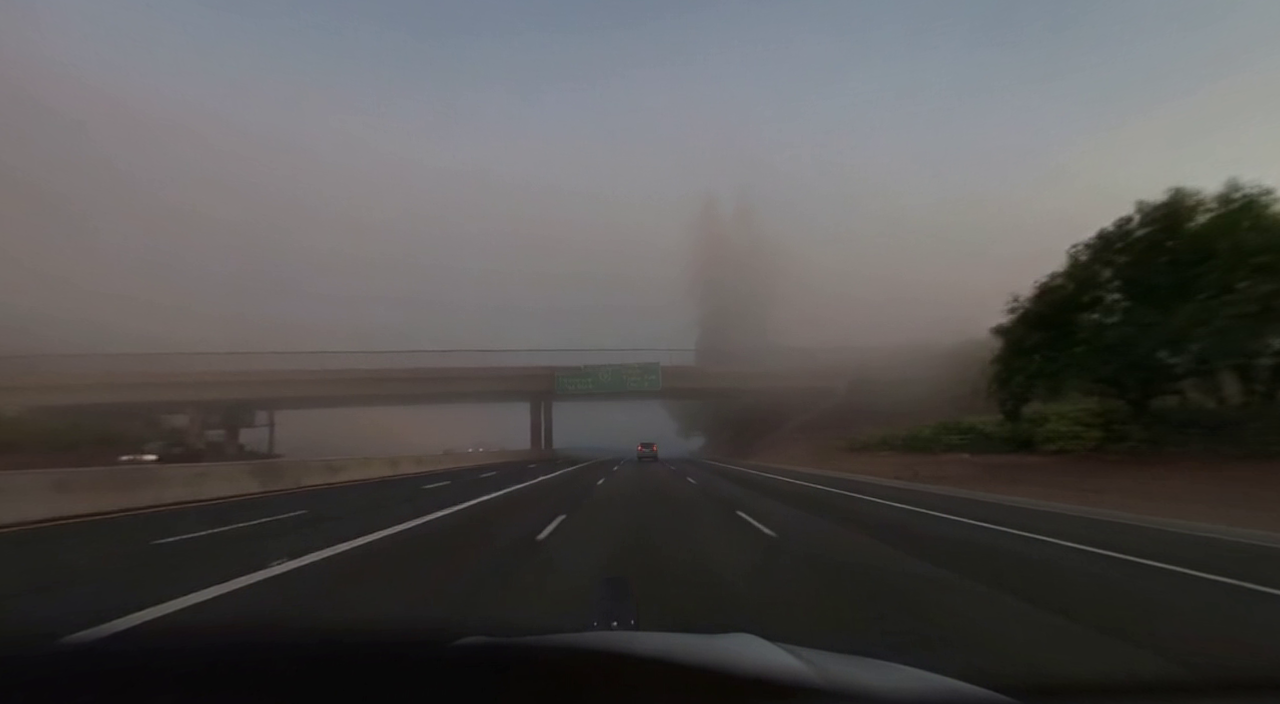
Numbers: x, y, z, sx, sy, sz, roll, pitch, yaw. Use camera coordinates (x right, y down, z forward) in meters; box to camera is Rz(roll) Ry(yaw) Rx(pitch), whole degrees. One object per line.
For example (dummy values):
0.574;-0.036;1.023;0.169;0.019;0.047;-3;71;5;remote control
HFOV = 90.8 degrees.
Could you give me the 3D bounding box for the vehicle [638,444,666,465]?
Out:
0.872;7.578;46.941;1.970;1.477;4.158;0;-9;0;vehicle
